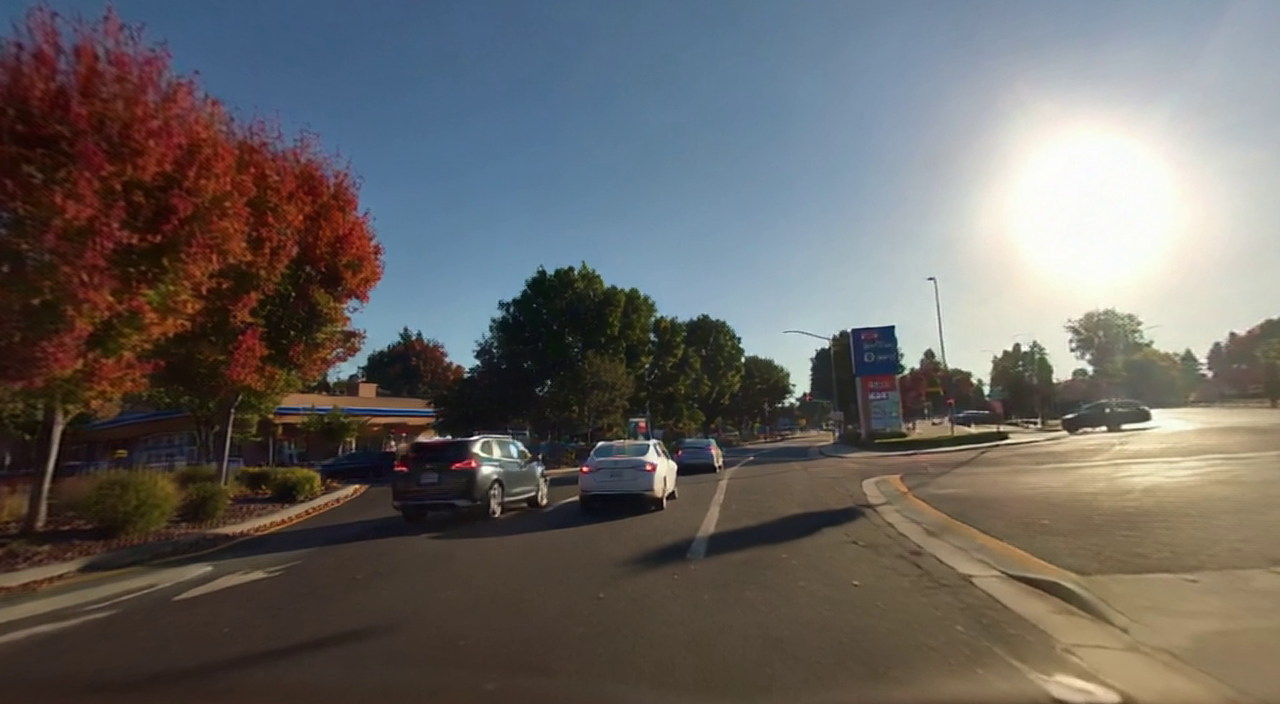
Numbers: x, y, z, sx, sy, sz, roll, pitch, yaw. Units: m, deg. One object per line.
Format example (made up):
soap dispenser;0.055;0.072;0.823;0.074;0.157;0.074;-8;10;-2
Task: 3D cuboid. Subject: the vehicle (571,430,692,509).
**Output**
vehicle;-0.040;2.696;14.862;2.060;1.580;3.980;-2;-9;11

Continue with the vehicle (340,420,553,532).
vehicle;-3.519;2.375;12.675;2.102;1.774;4.662;-2;-9;11

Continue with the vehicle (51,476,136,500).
vehicle;-38.025;9.459;43.834;4.384;1.490;2.031;-2;-10;10

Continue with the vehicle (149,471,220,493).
vehicle;-36.058;10.300;49.877;4.507;1.533;1.999;-2;-9;14

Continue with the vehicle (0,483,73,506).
vehicle;-45.914;10.814;47.910;1.603;1.398;3.616;-6;-10;22

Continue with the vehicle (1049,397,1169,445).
vehicle;23.824;3.633;32.360;2.322;2.152;5.668;-3;-9;8
